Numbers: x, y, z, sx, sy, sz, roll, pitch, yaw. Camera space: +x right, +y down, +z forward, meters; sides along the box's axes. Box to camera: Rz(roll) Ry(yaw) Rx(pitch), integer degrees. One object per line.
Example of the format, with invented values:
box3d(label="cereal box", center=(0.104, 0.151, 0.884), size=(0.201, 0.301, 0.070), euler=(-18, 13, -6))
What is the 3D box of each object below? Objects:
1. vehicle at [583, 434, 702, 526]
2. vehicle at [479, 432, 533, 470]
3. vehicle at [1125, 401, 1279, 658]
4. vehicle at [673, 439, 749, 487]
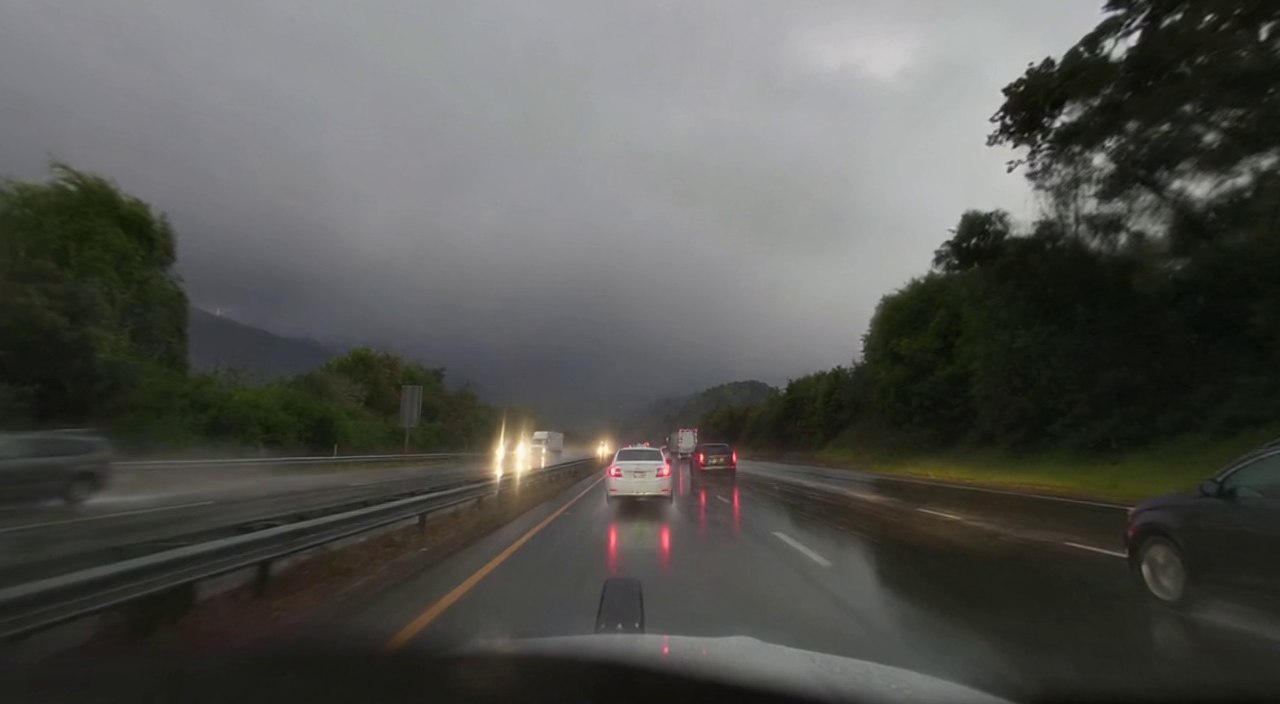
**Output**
box3d(label="vehicle", center=(0.019, 2.534, 12.910), size=(2.088, 1.580, 3.657), euler=(0, -9, -1))
box3d(label="vehicle", center=(-9.288, 6.949, 44.261), size=(2.512, 2.475, 5.406), euler=(-1, -9, 1))
box3d(label="vehicle", center=(4.777, 0.915, 2.842), size=(1.931, 1.516, 3.995), euler=(0, -9, 0))
box3d(label="vehicle", center=(2.532, 4.091, 23.383), size=(1.999, 1.596, 3.990), euler=(0, -9, -5))
